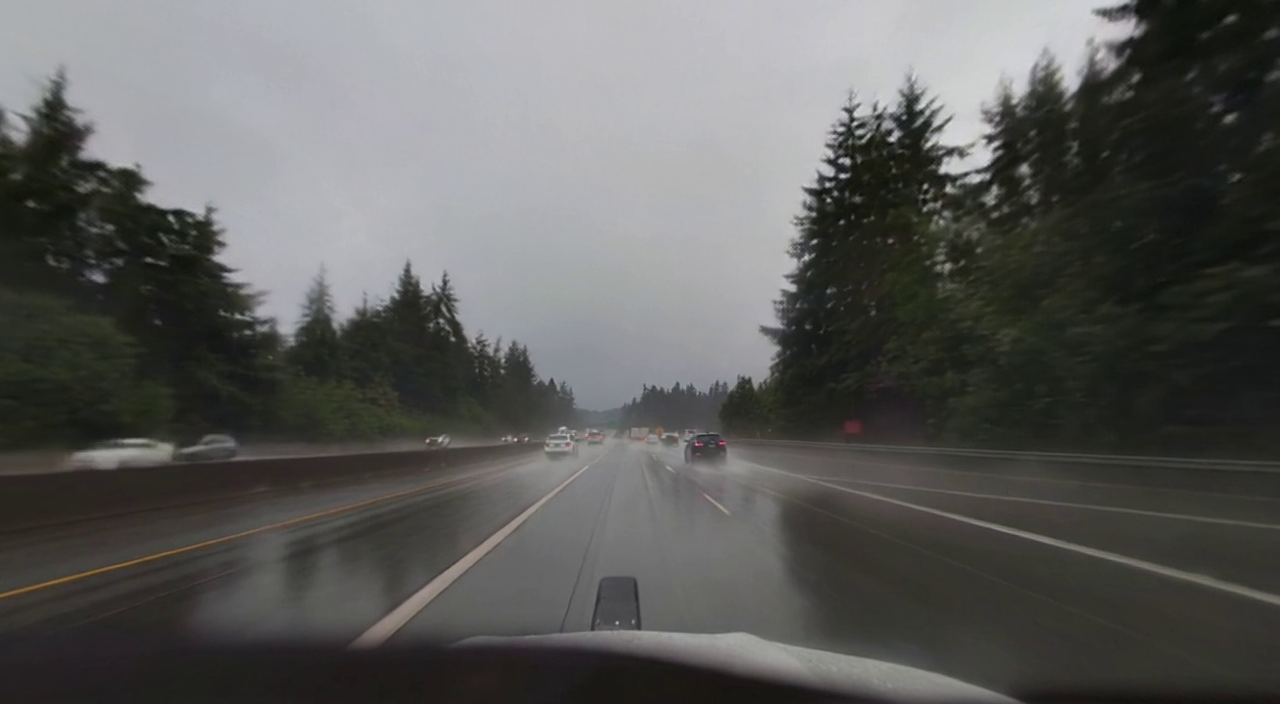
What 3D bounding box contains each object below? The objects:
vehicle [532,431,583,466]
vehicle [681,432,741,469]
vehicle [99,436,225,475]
[{"bbox_3d":[-4.076,4.868,32.063,2.011,1.614,4.808,0,-7,-1],"label":"vehicle"},{"bbox_3d":[2.998,4.221,27.330,1.990,1.480,3.865,0,-7,-2],"label":"vehicle"},{"bbox_3d":[-19.954,4.295,26.598,1.844,1.468,4.521,0,-8,-2],"label":"vehicle"}]
